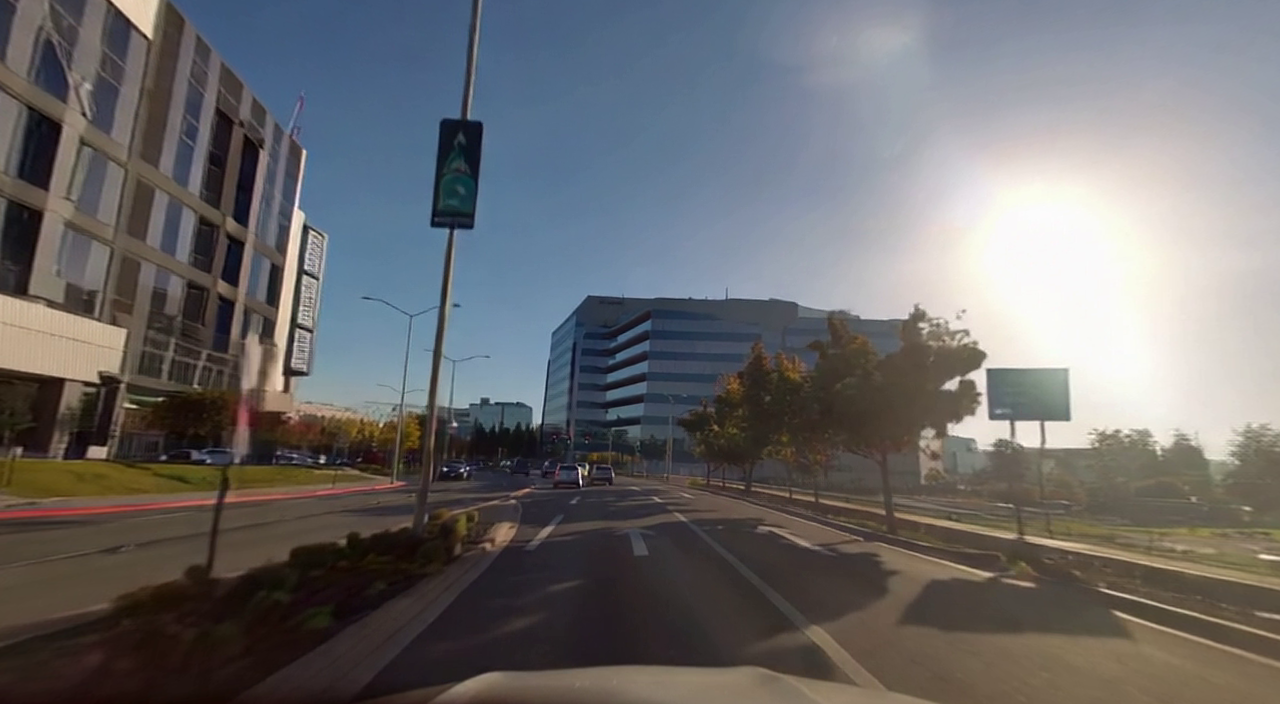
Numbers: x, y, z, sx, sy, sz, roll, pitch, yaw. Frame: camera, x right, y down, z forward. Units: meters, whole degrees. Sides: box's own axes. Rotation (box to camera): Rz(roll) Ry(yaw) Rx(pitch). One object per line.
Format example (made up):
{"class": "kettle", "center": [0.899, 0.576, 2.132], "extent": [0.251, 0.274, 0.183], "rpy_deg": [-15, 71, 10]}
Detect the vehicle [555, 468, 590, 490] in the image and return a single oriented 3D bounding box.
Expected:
{"class": "vehicle", "center": [-3.960, 7.338, 36.386], "extent": [1.775, 1.186, 2.933], "rpy_deg": [3, -11, -10]}
